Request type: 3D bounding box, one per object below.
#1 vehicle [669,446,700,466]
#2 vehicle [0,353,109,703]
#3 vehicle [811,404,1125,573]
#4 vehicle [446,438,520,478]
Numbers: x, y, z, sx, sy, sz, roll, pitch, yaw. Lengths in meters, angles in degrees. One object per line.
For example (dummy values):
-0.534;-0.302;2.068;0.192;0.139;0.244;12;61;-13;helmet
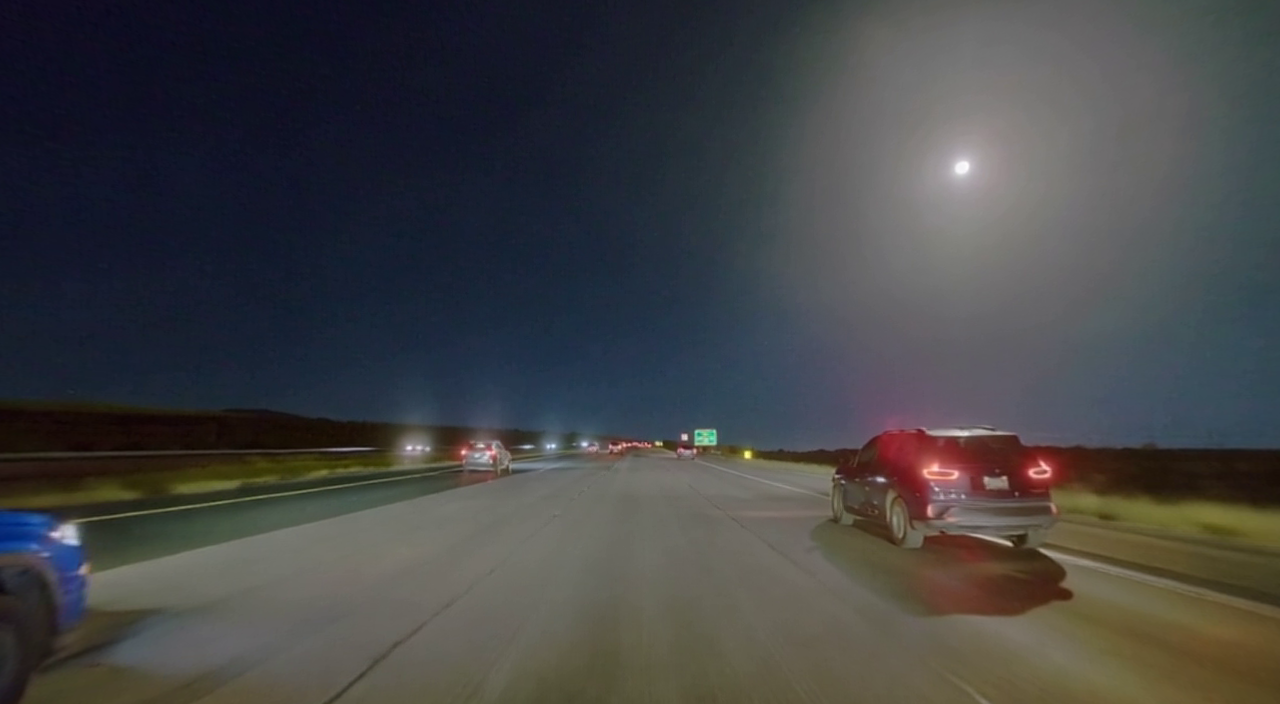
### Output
3.465;8.156;49.514;2.038;1.497;4.167;0;-9;-1;vehicle
-3.942;0.624;1.005;2.214;1.743;4.465;0;-9;1;vehicle
4.299;1.868;9.430;2.153;1.860;4.689;0;-9;0;vehicle
-7.146;4.864;29.173;2.095;1.696;4.680;-1;-9;2;vehicle
